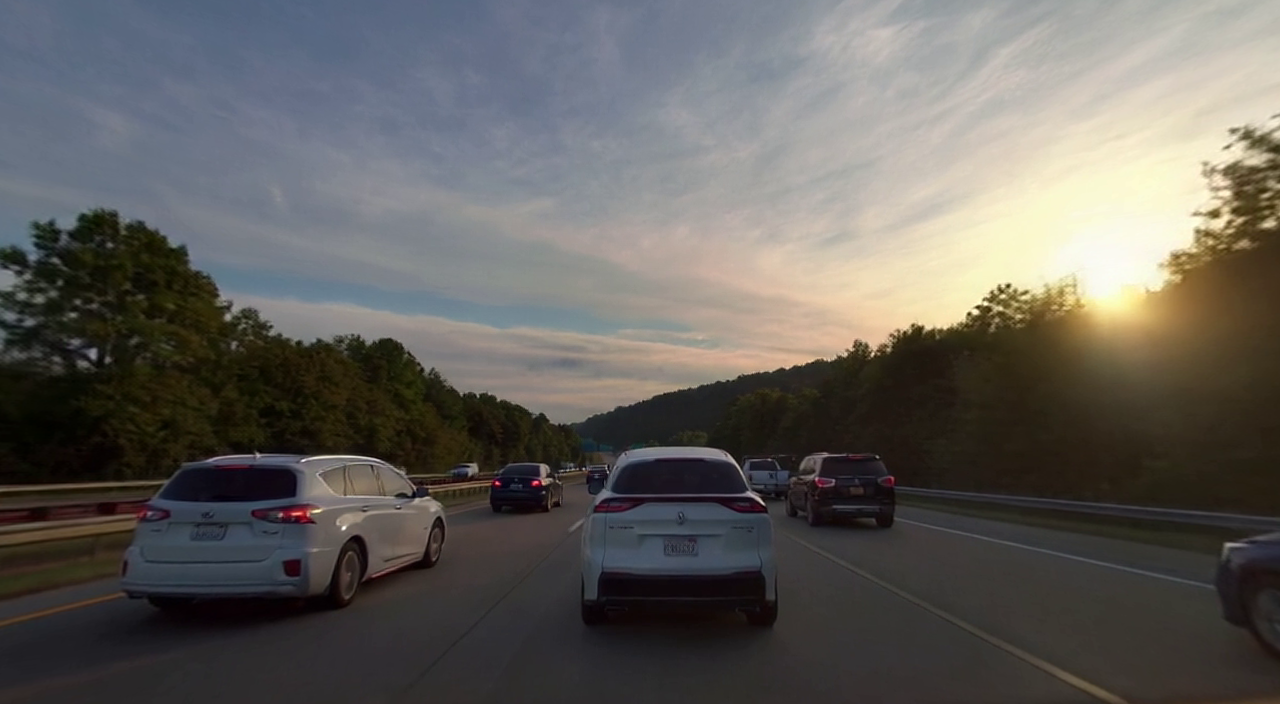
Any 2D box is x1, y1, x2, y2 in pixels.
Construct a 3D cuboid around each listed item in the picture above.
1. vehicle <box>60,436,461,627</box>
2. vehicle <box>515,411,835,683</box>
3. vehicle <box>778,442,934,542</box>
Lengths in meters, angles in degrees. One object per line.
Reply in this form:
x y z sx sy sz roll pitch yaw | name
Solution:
-3.827 1.909 7.514 1.994 1.556 4.263 0 -11 2 | vehicle
0.246 1.642 6.229 2.057 1.725 4.126 1 -11 0 | vehicle
4.644 3.109 14.354 1.984 1.876 4.287 1 -11 0 | vehicle
